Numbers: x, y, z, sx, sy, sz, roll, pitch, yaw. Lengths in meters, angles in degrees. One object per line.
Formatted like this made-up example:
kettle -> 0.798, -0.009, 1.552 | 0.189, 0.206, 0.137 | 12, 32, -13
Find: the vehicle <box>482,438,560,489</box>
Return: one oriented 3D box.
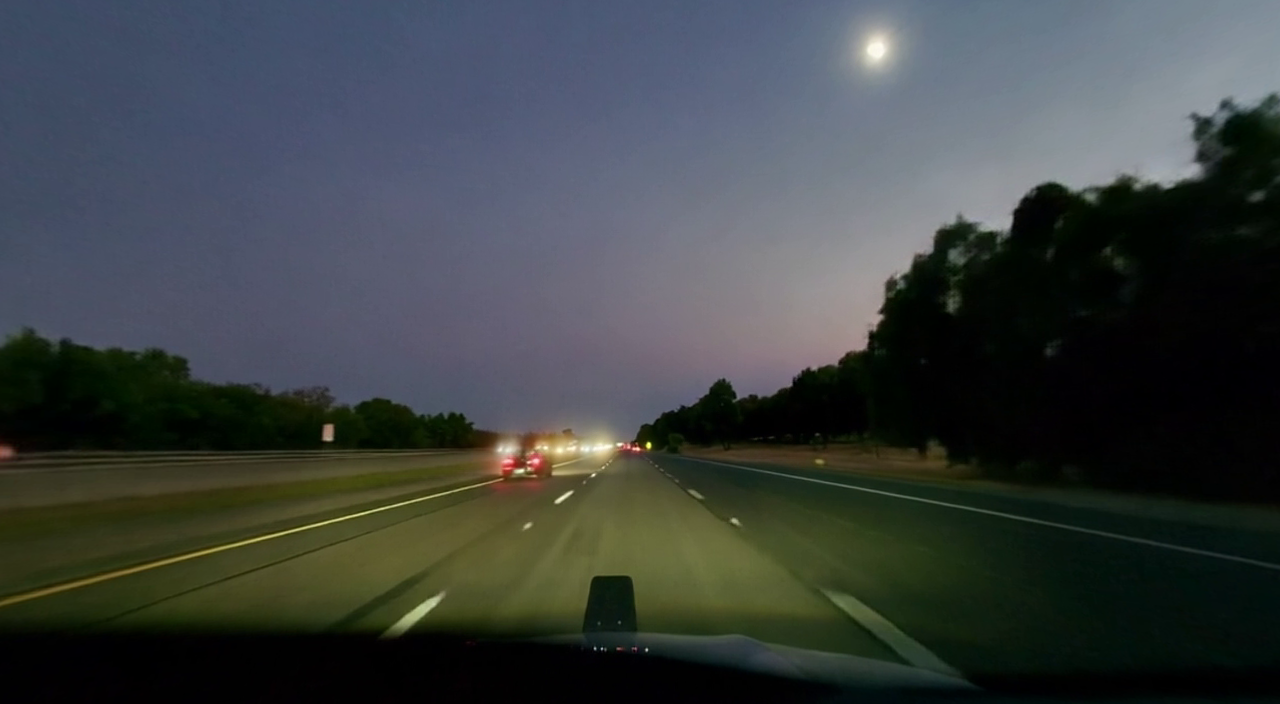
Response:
vehicle -> -4.386, 4.164, 23.857 | 2.111, 1.717, 4.426 | 0, -9, 0
